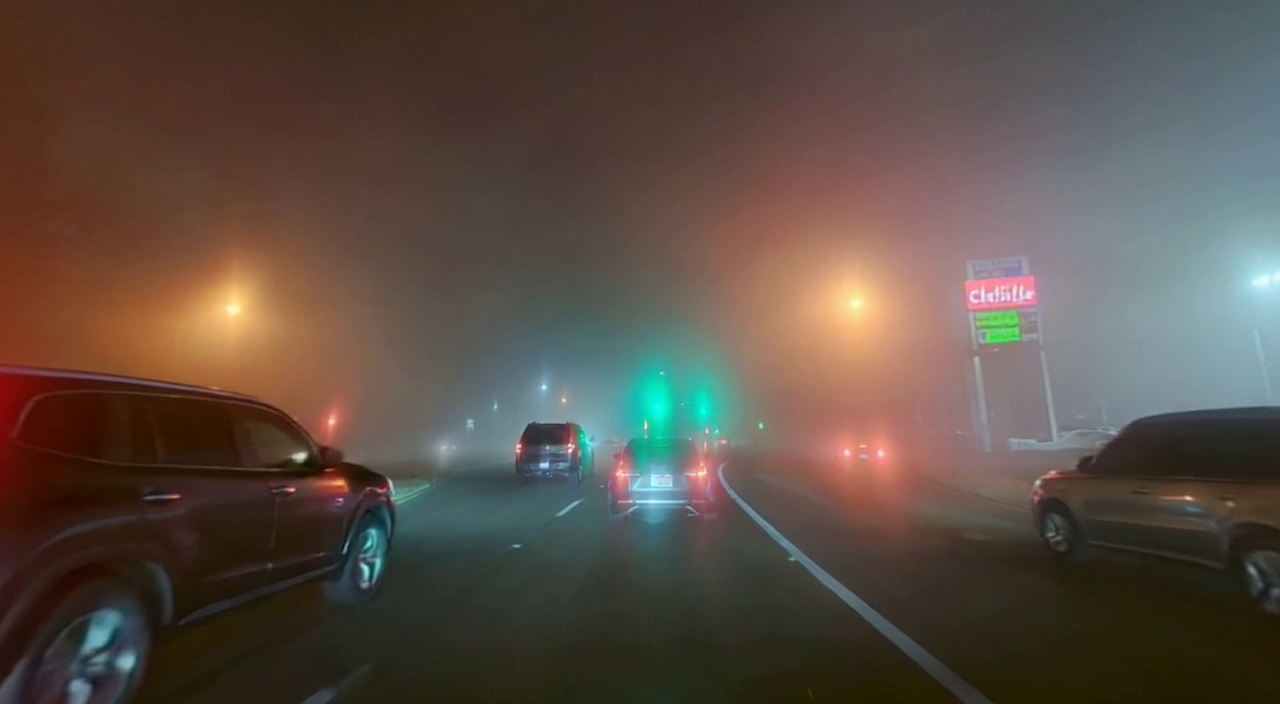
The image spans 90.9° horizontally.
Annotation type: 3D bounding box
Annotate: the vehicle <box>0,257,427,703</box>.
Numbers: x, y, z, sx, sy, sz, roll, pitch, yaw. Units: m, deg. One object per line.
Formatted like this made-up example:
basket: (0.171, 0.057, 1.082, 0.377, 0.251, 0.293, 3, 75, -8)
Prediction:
vehicle: (-3.015, 0.821, 3.206, 2.124, 1.829, 4.799, 0, -8, 1)

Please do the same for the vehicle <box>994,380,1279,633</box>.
vehicle: (5.689, 1.291, 5.768, 2.141, 1.794, 4.933, 0, -8, 2)

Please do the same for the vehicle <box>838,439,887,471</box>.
vehicle: (11.424, 5.294, 32.652, 1.900, 1.507, 4.151, -2, -9, 13)

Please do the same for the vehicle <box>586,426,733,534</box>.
vehicle: (0.250, 2.105, 10.953, 2.061, 1.494, 4.079, 0, -8, -1)

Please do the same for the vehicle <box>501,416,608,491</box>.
vehicle: (-2.370, 3.028, 19.113, 2.289, 1.935, 5.227, 0, -8, 2)
